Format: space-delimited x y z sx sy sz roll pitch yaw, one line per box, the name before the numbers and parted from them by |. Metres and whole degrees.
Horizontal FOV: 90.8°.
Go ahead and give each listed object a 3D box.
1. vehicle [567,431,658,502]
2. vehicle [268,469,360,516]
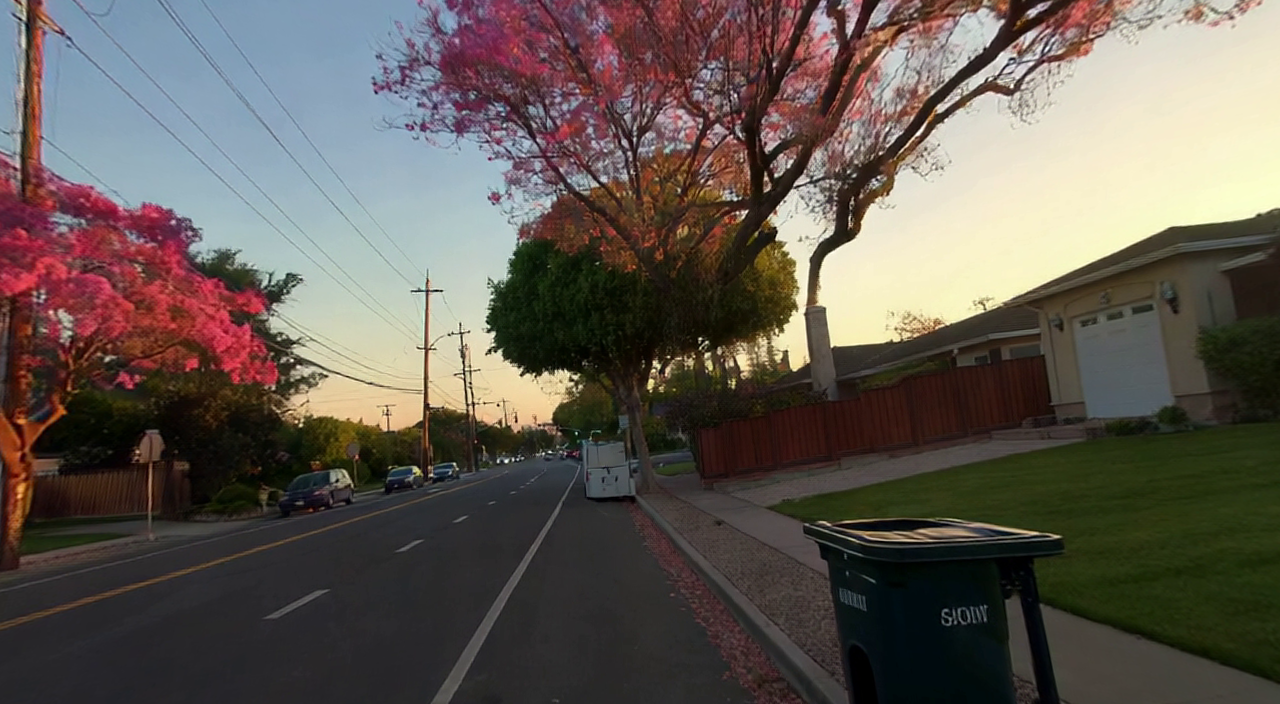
vehicle | -0.826 3.074 17.384 2.190 1.708 4.115 0 -8 -4
vehicle | -13.767 5.917 26.975 1.982 1.660 4.142 1 -8 -5
